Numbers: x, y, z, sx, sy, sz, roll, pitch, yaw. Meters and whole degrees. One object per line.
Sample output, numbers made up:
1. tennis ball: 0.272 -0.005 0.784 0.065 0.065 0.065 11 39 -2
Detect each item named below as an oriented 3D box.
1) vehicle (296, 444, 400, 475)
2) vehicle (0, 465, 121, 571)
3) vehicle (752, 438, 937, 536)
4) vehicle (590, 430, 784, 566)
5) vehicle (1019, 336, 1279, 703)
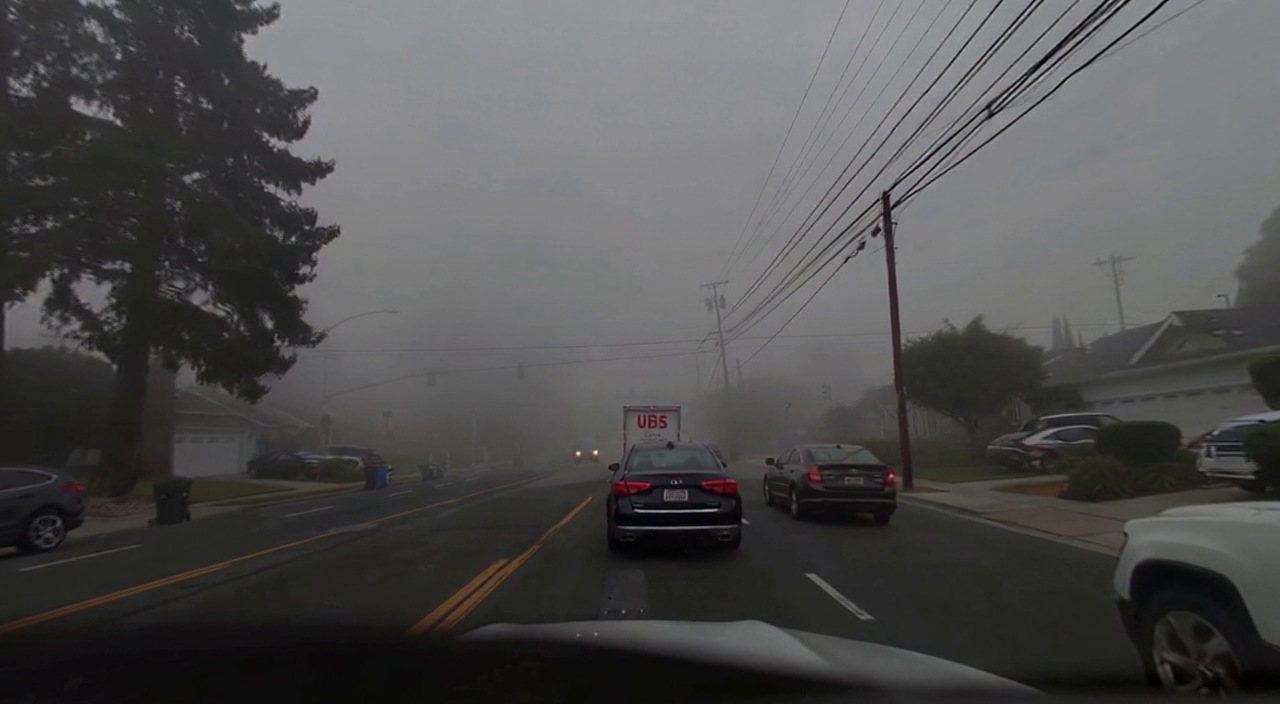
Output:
1. vehicle: -17.469 6.435 37.676 5.274 1.793 1.921 0 -8 2
2. vehicle: -10.344 2.415 8.858 1.925 1.482 4.753 0 -8 1
3. vehicle: 3.546 2.411 11.928 1.993 1.479 4.487 0 -8 0
4. vehicle: 0.524 1.965 9.273 2.158 1.499 4.377 0 -8 0
5. vehicle: 3.315 0.675 1.336 2.069 1.722 4.888 0 -8 2
